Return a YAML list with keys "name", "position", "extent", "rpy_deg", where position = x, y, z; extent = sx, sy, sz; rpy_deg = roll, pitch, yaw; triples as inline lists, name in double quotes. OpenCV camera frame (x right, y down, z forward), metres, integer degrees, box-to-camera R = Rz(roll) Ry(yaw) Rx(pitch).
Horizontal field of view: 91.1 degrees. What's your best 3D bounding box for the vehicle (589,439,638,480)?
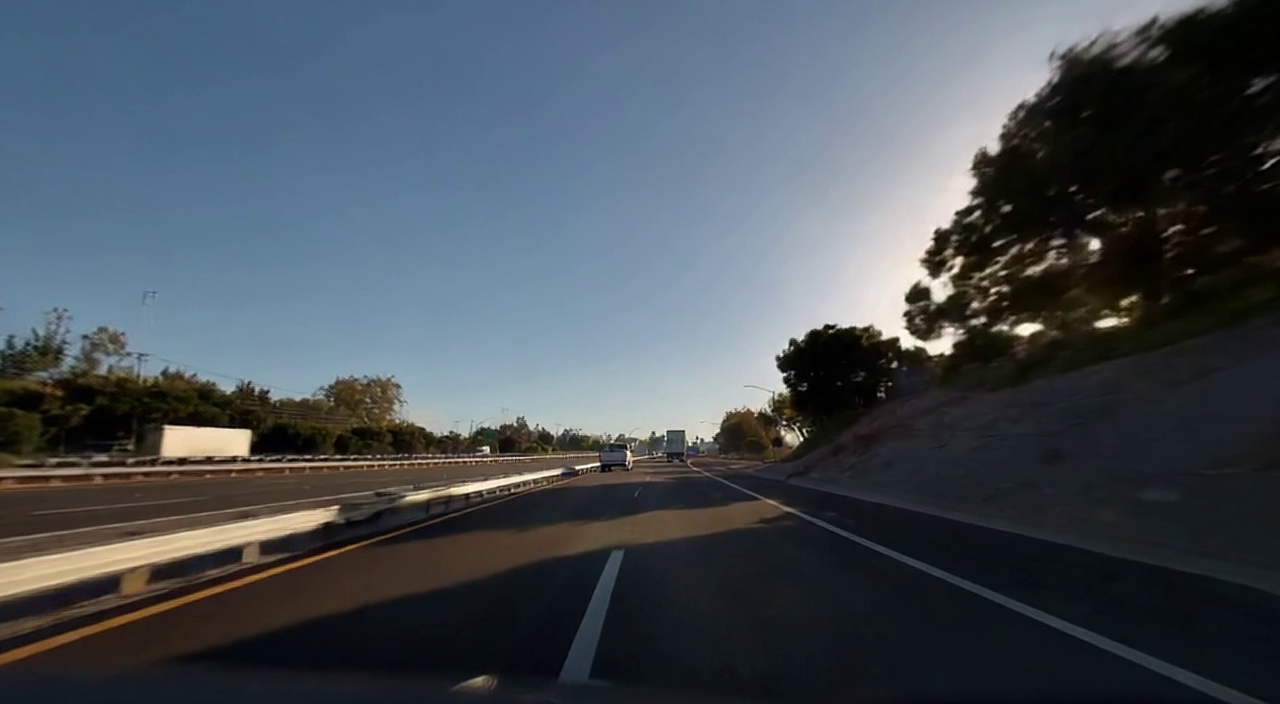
- name: "vehicle"
  position: [-1.370, 5.857, 34.443]
  extent: [2.271, 2.049, 4.894]
  rpy_deg: [-1, -9, 3]
